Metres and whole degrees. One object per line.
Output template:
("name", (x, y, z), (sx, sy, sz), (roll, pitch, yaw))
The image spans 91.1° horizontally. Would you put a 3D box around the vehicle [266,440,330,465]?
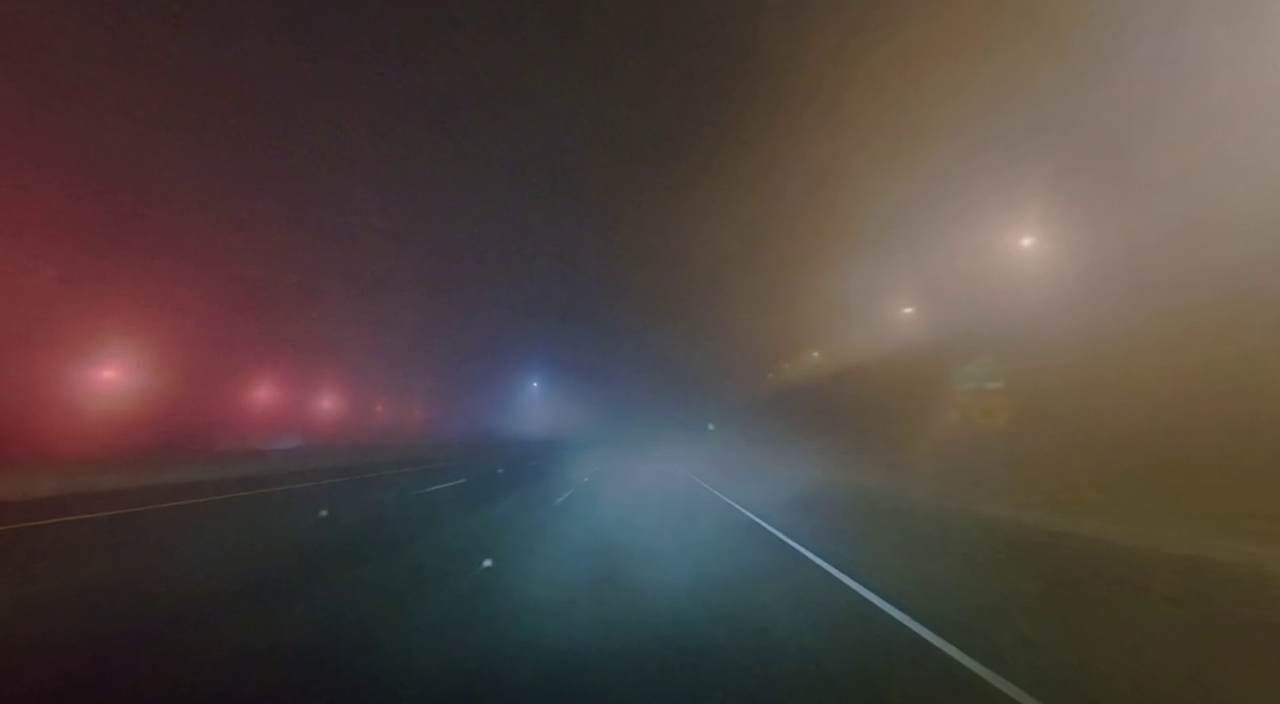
("vehicle", (-22.349, 6.569, 41.235), (1.884, 1.521, 4.211), (0, -8, -1))
